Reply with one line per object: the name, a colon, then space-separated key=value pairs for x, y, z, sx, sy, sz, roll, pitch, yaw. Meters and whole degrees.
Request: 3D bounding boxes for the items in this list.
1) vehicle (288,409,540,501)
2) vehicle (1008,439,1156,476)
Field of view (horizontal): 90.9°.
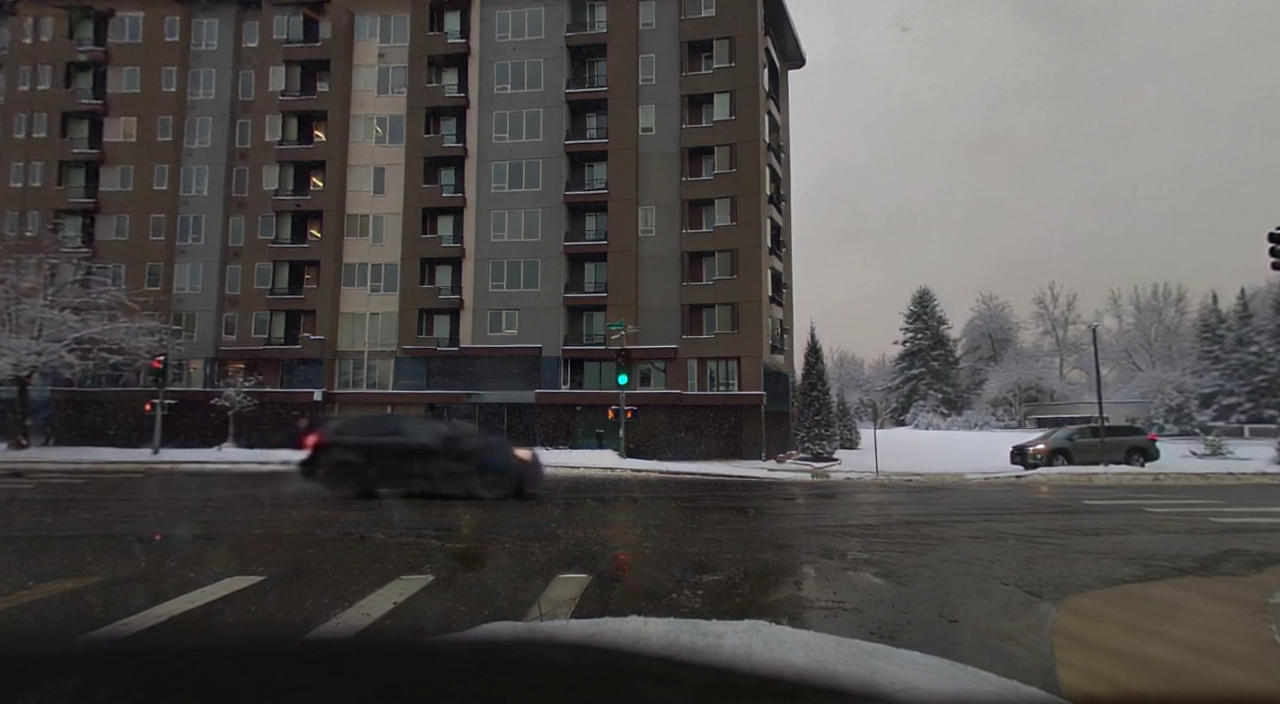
vehicle: x=-4.726 y=2.237 z=13.847 sx=4.724 sy=1.834 sz=2.068 roll=0 pitch=-9 yaw=-1
vehicle: x=18.577 y=4.460 z=26.679 sx=4.823 sy=1.458 sz=1.914 roll=0 pitch=-9 yaw=-1
